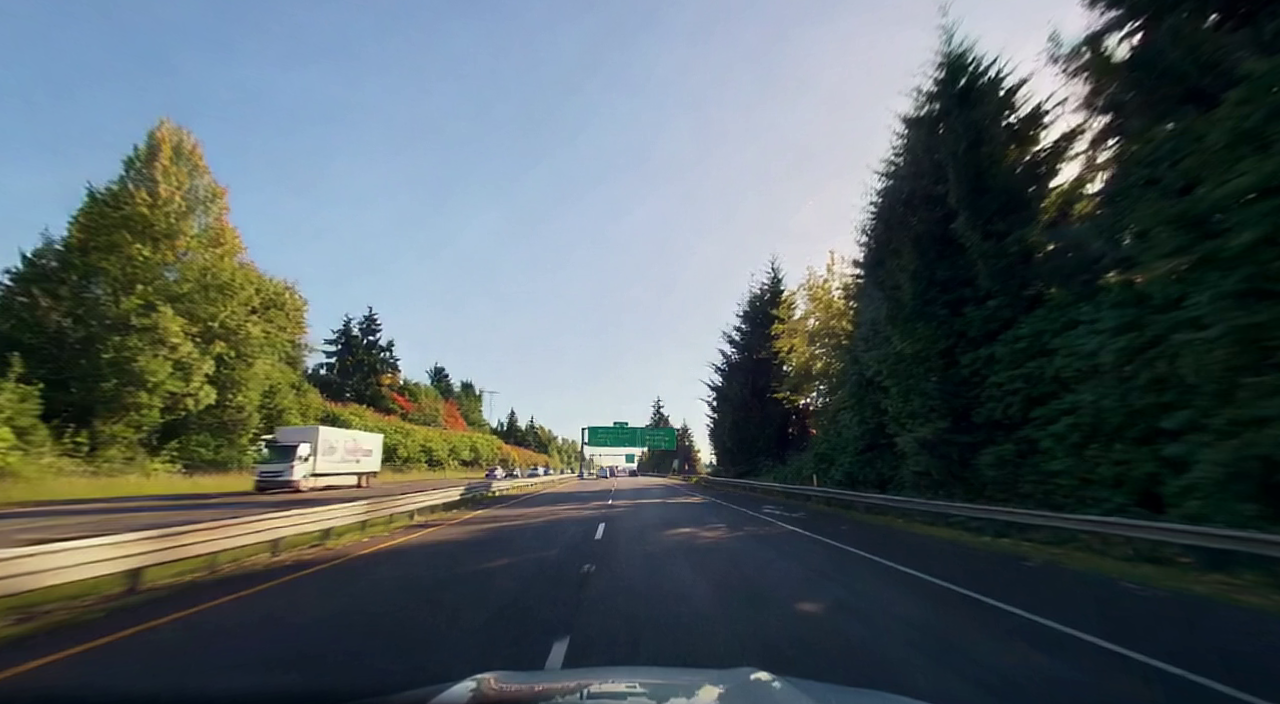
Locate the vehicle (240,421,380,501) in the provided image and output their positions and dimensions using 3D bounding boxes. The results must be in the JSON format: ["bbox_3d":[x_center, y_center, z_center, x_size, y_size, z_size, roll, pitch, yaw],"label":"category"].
[{"bbox_3d":[-15.599,5.341,30.620,2.688,3.314,7.619,1,-11,-1],"label":"vehicle"}]
